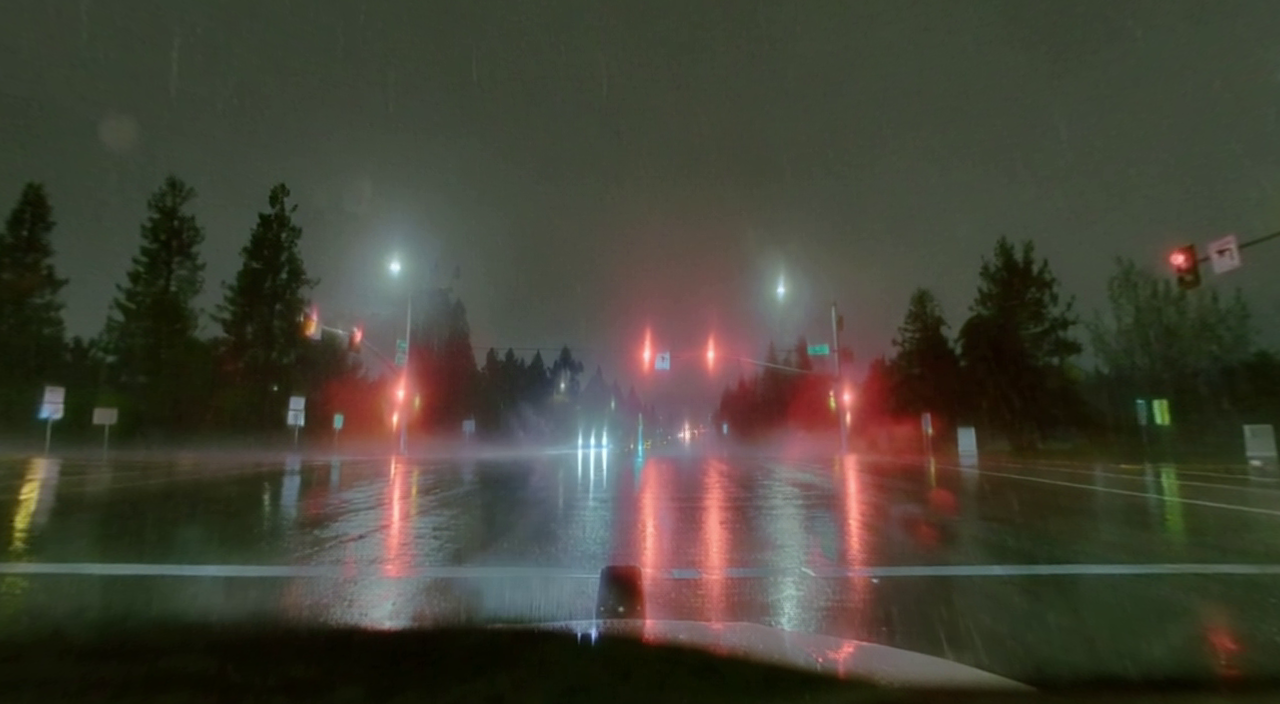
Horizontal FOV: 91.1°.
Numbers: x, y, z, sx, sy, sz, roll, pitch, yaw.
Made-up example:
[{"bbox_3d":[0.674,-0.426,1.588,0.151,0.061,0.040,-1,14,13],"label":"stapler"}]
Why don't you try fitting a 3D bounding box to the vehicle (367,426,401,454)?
[{"bbox_3d":[-19.971,6.851,48.891,1.873,2.079,2.879,5,-10,-33],"label":"vehicle"}]
